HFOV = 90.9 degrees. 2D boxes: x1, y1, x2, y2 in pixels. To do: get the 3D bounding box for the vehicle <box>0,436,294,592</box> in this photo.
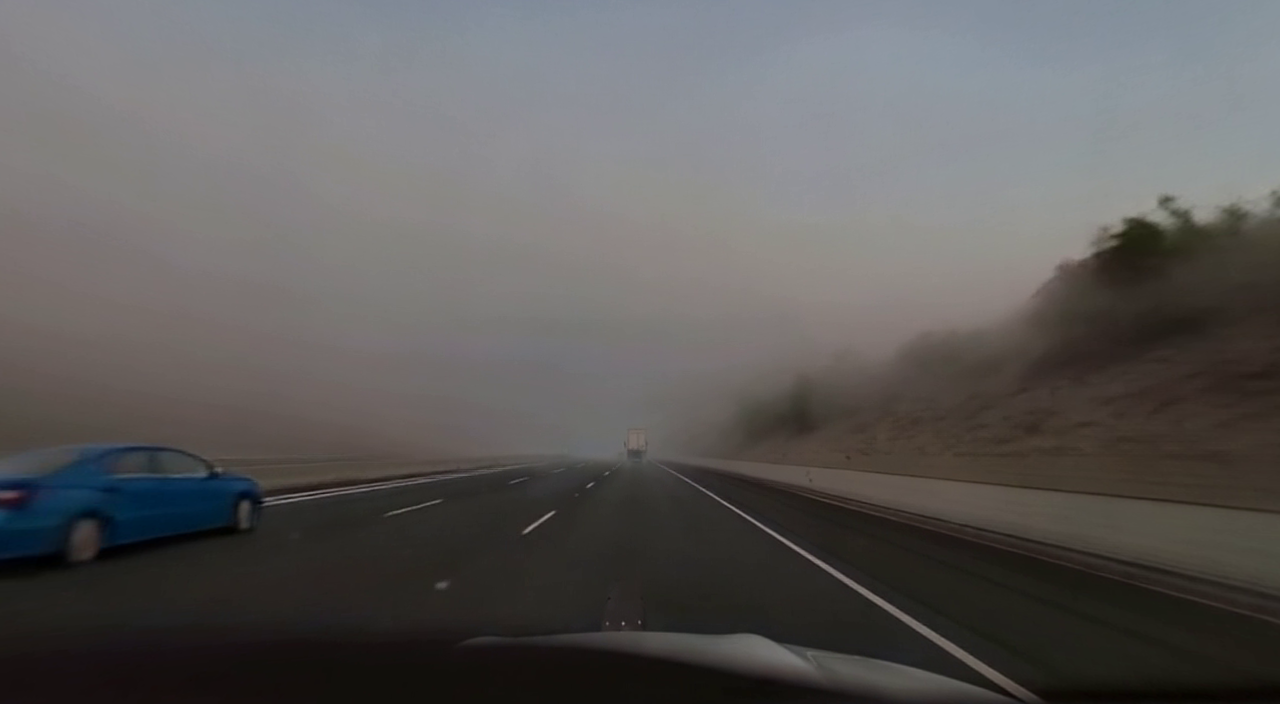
[{"bbox_3d":[-7.088,1.927,8.434,2.017,1.468,5.031,0,-9,0],"label":"vehicle"}]
